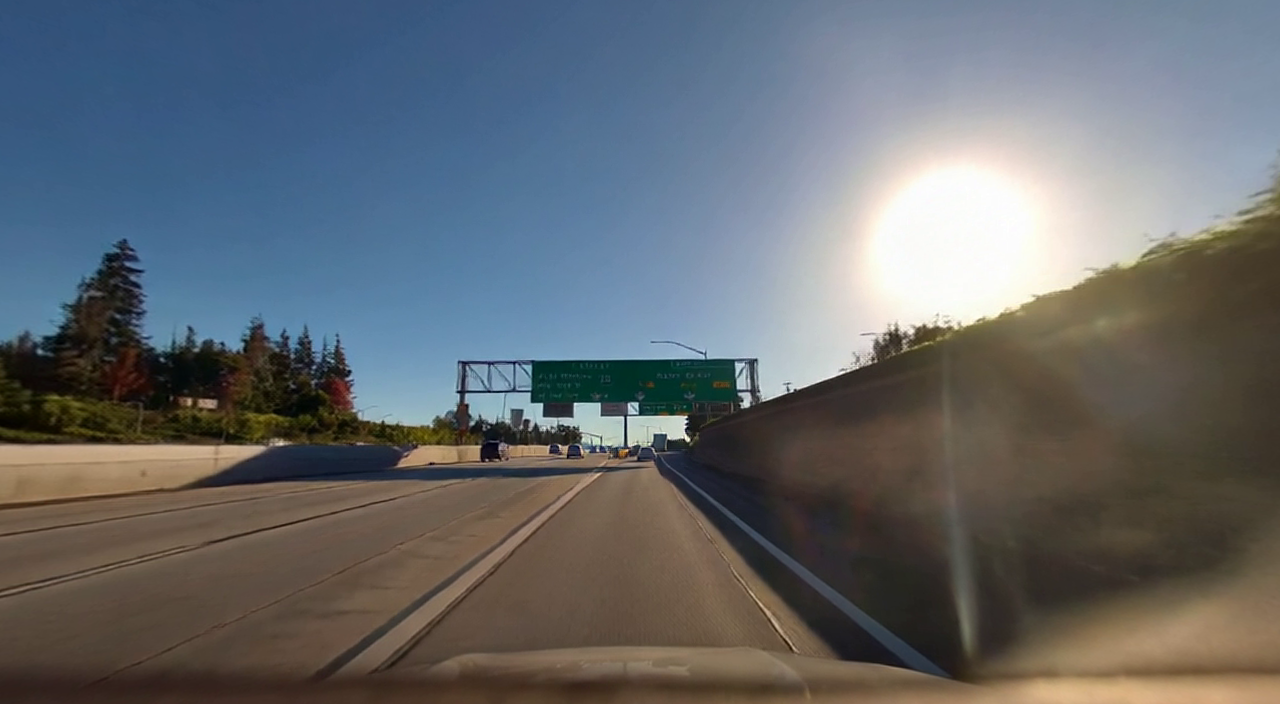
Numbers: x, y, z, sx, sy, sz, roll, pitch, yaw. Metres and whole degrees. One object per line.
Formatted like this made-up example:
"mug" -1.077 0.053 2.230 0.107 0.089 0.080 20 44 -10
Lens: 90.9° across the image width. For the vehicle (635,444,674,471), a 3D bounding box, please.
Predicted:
"vehicle" 0.777 6.037 36.444 2.137 1.461 3.999 0 -8 0
